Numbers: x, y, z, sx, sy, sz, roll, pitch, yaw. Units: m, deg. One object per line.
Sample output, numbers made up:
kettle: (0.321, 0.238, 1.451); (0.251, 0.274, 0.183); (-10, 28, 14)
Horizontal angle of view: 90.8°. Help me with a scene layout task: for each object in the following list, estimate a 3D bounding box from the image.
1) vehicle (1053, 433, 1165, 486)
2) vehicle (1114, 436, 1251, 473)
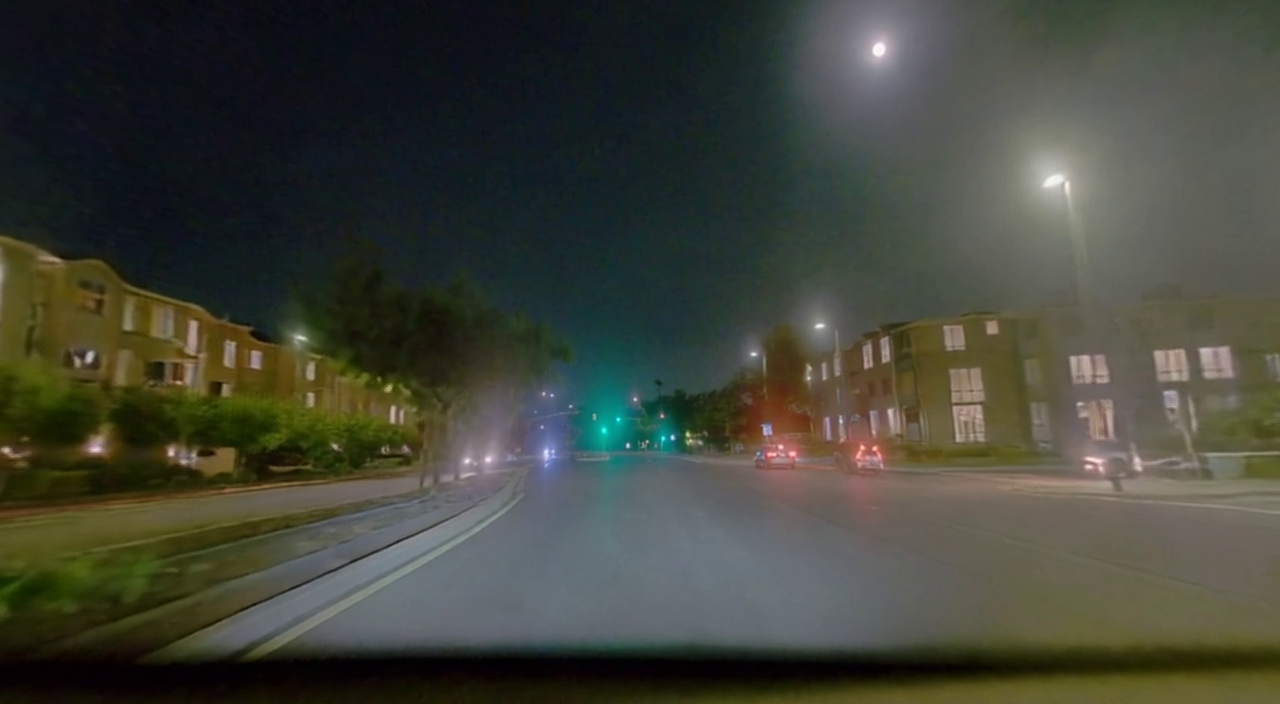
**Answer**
vehicle: (16.933, 3.888, 22.906); (2.630, 1.808, 1.657); (-1, -9, 3)
vehicle: (25.493, 4.813, 29.816); (1.775, 1.592, 4.561); (7, -11, -41)
